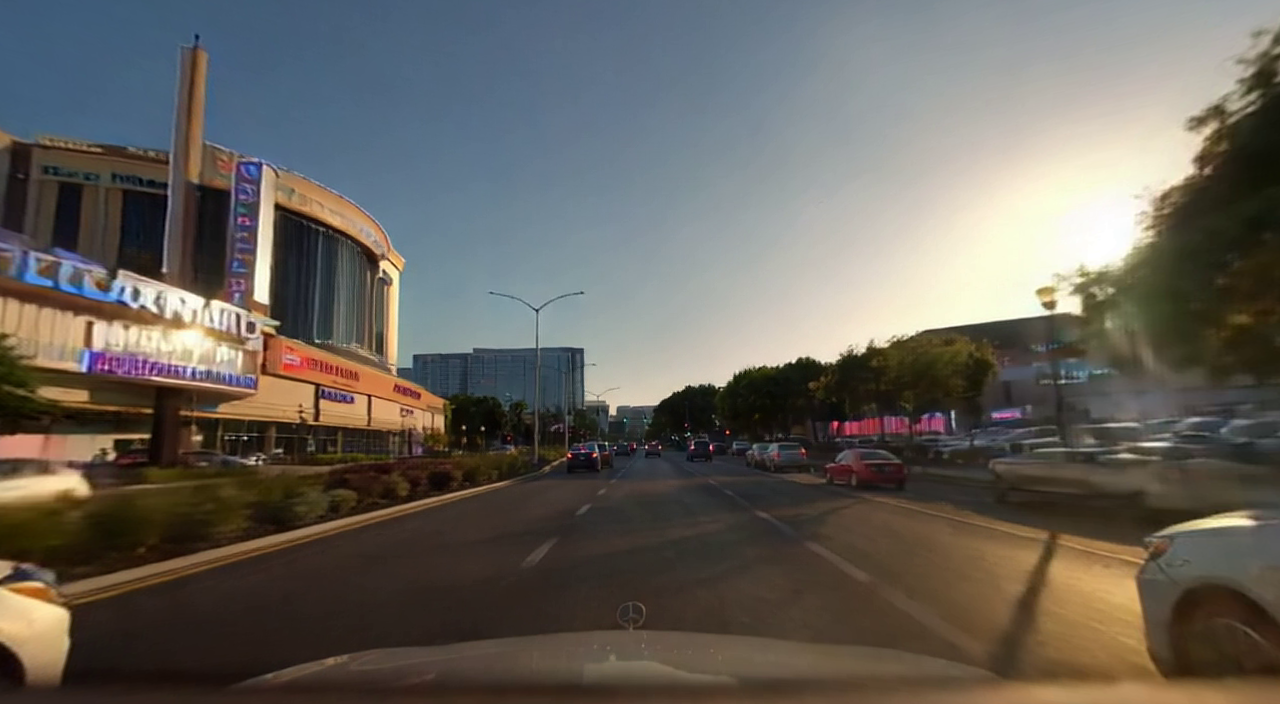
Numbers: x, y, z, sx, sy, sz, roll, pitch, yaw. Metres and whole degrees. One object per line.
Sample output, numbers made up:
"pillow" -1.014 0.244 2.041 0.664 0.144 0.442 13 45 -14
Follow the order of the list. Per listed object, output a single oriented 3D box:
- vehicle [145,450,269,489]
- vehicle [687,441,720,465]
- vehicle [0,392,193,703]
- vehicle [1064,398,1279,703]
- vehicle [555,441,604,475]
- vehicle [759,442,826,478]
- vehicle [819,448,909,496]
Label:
"vehicle" -18.001 4.879 26.545 1.919 1.460 4.572 0 -8 1
"vehicle" 4.659 7.439 46.727 2.007 1.683 4.171 0 -8 -1
"vehicle" -3.357 0.678 0.688 2.155 1.504 4.776 0 -8 1
"vehicle" 3.393 0.760 1.247 1.981 1.499 4.536 0 -8 1
"vehicle" -2.848 5.076 30.545 1.917 1.511 4.436 0 -8 0
"vehicle" 7.446 5.316 31.331 1.918 1.598 4.536 0 -8 -4
"vehicle" 7.414 3.956 21.228 1.654 1.440 3.647 0 -8 0
